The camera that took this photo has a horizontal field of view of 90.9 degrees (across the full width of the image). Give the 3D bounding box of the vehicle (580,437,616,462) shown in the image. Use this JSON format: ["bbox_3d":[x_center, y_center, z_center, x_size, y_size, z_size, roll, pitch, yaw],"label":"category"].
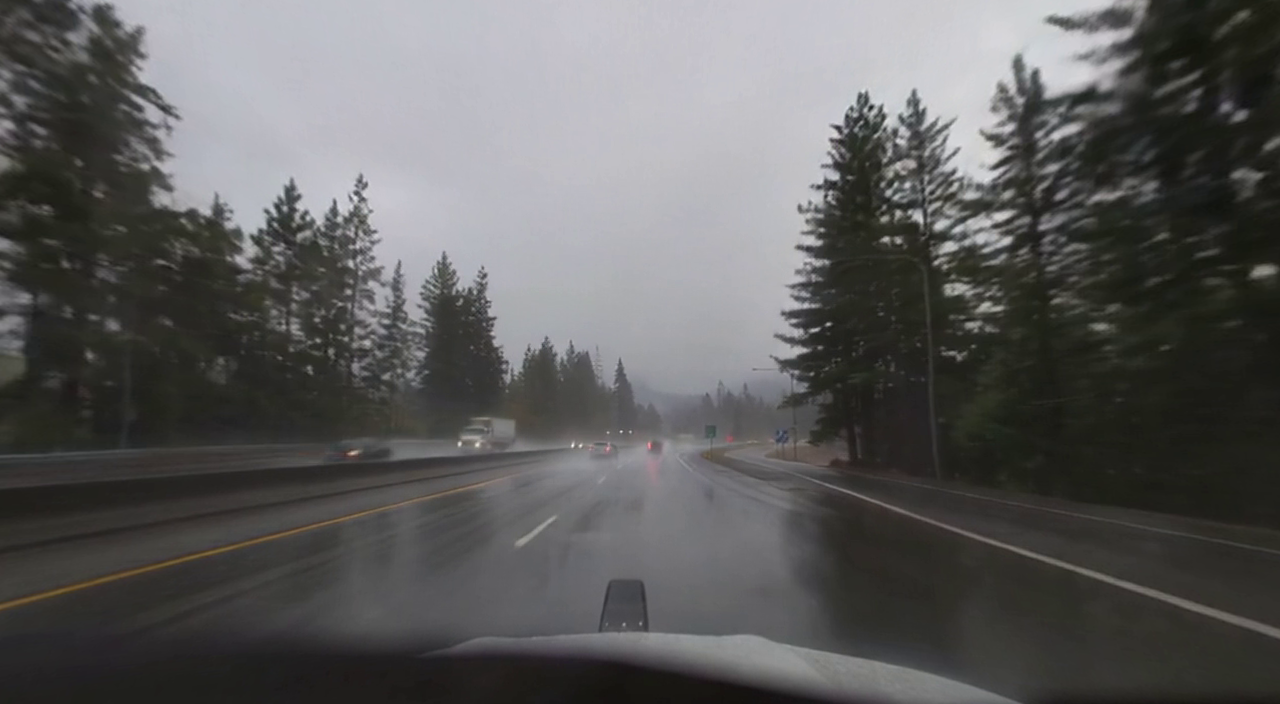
[{"bbox_3d":[-3.007,7.084,46.009,2.129,1.742,4.217,-1,-8,3],"label":"vehicle"}]

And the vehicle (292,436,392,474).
[{"bbox_3d":[-13.095,4.556,28.069,2.059,1.527,4.706,0,-8,1],"label":"vehicle"}]
